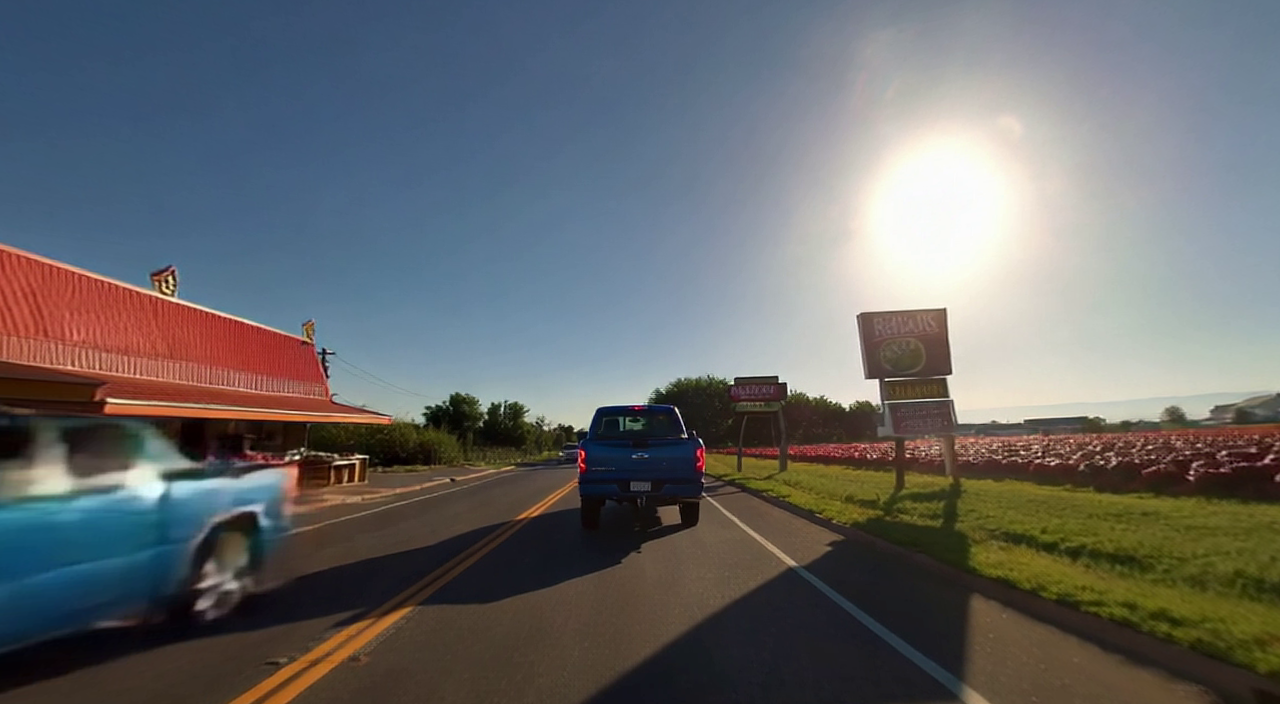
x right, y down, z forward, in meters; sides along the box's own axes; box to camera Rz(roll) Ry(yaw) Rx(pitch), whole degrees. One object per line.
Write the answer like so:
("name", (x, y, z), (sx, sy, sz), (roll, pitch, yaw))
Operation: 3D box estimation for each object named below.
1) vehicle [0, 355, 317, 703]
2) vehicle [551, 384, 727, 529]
("vehicle", (-3.946, 0.960, 3.212), (2.190, 1.746, 4.616), (0, -8, -1))
("vehicle", (-0.098, 2.047, 12.762), (2.693, 2.223, 5.885), (0, -8, -2))
